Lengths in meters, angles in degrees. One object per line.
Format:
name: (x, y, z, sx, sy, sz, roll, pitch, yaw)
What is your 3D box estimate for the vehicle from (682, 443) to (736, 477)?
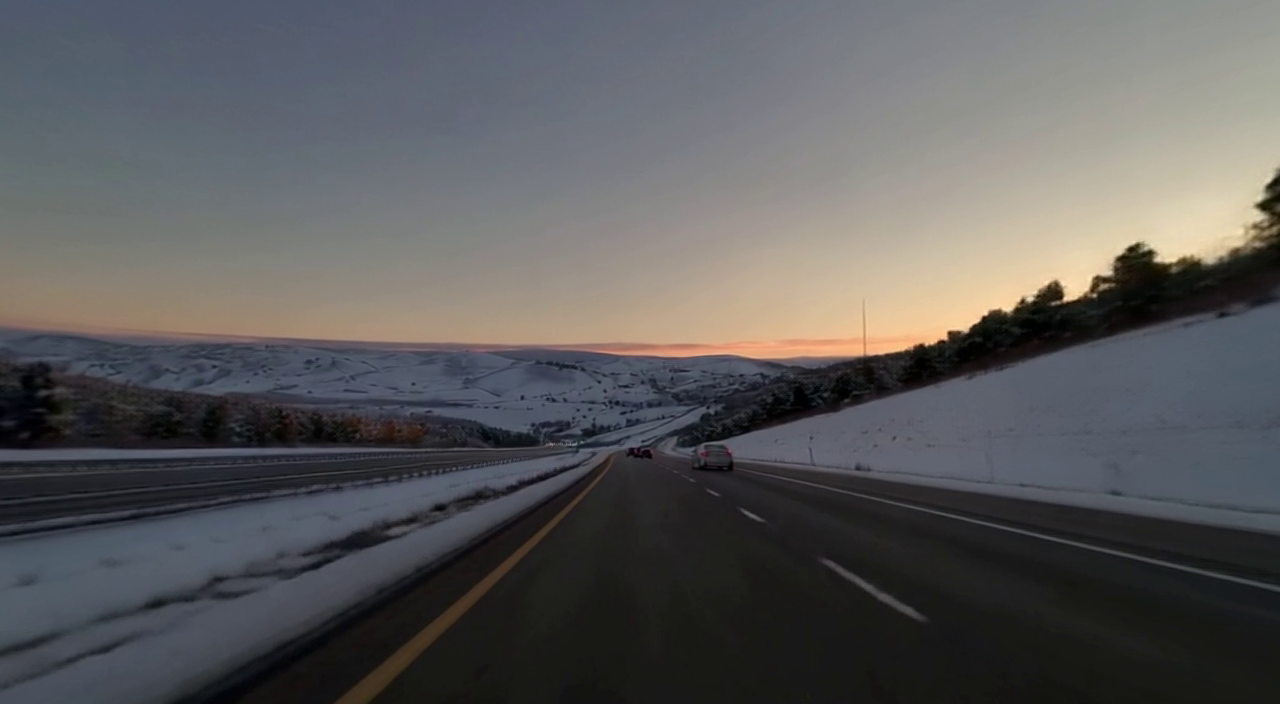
vehicle: (3.294, 5.239, 30.985, 1.960, 1.516, 4.657, 0, -8, -2)
